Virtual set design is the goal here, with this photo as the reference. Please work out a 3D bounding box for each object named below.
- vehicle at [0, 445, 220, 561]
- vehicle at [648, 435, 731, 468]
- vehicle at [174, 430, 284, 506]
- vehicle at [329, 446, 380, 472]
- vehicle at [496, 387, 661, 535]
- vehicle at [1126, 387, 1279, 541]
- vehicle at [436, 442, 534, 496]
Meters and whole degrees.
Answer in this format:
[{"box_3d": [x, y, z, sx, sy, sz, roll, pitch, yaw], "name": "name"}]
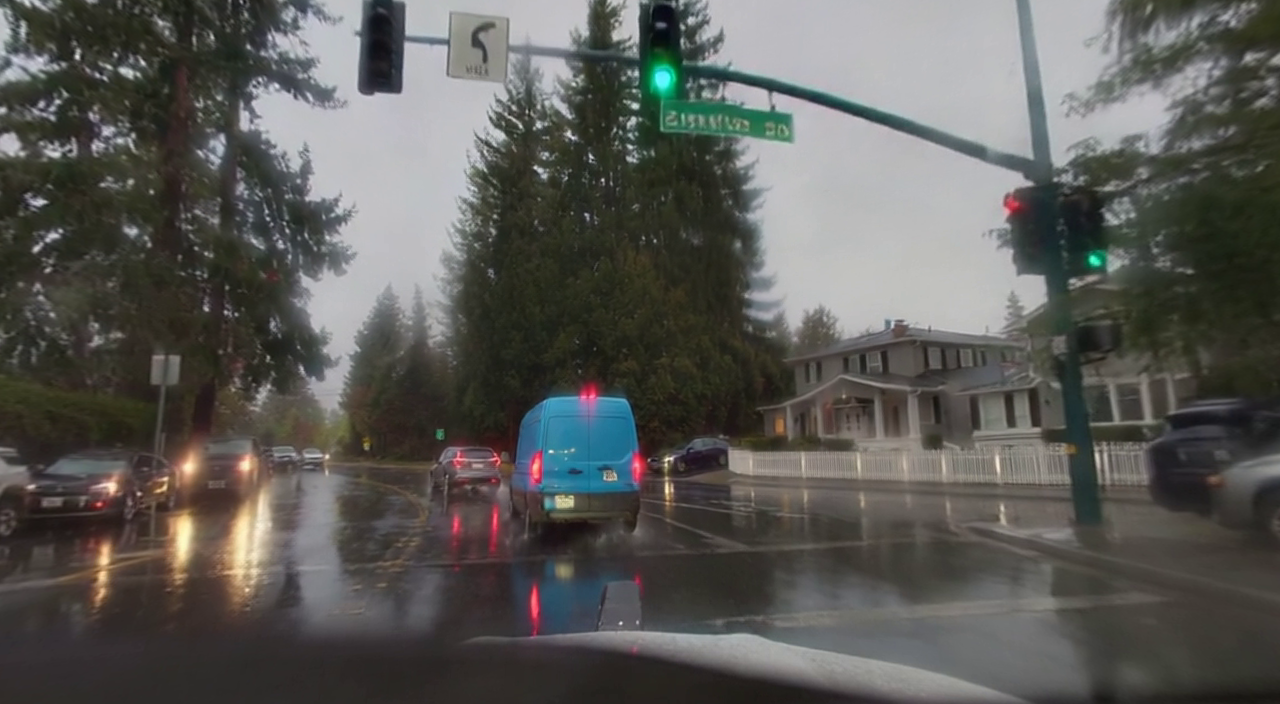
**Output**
[{"box_3d": [-8.784, 2.239, 10.193, 1.952, 1.461, 4.377, 2, -9, -15], "name": "vehicle"}, {"box_3d": [2.835, 5.619, 35.978, 4.559, 1.754, 1.985, 6, -11, -38], "name": "vehicle"}, {"box_3d": [-11.901, 3.298, 18.629, 2.228, 1.871, 5.492, 5, -10, -30], "name": "vehicle"}, {"box_3d": [-18.095, 6.734, 39.924, 1.911, 1.493, 4.291, 6, -10, -37], "name": "vehicle"}, {"box_3d": [-1.403, 1.952, 11.791, 2.213, 2.124, 4.809, 2, -9, -16], "name": "vehicle"}, {"box_3d": [10.436, 1.437, 8.083, 2.514, 2.026, 6.104, 7, -11, -39], "name": "vehicle"}, {"box_3d": [-4.891, 3.513, 19.510, 2.008, 1.445, 4.386, 4, -9, -26], "name": "vehicle"}]
